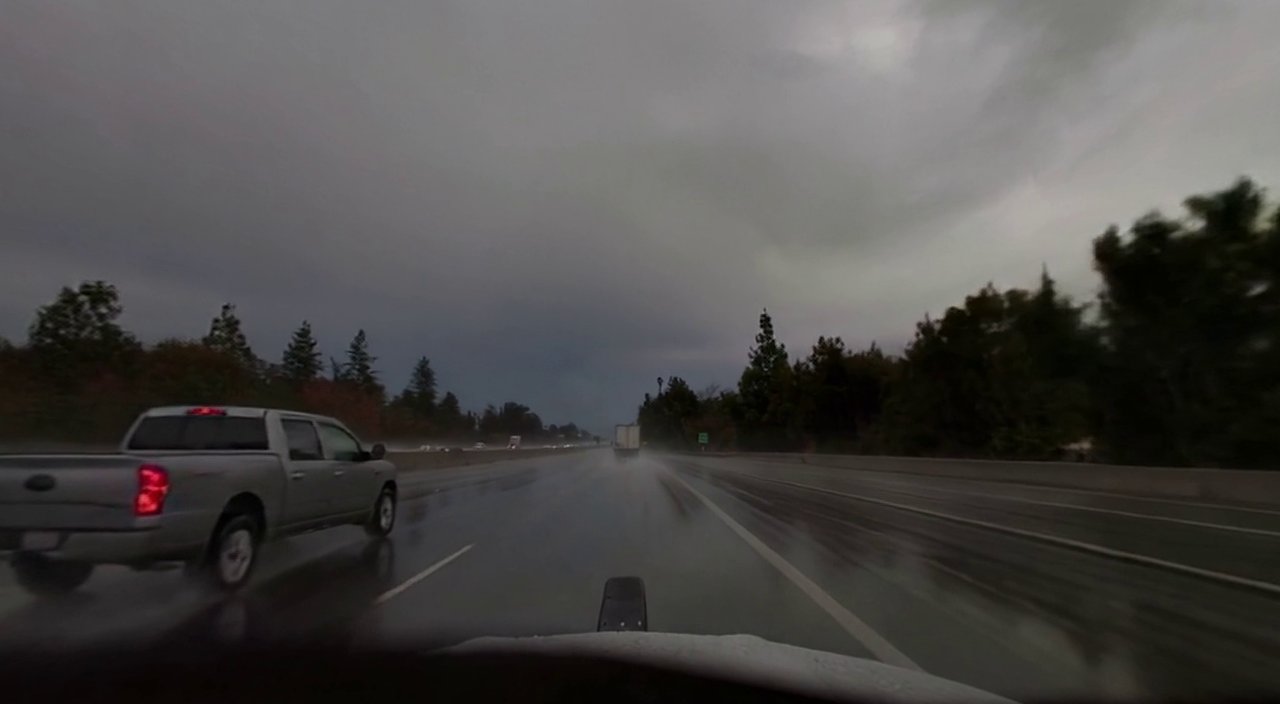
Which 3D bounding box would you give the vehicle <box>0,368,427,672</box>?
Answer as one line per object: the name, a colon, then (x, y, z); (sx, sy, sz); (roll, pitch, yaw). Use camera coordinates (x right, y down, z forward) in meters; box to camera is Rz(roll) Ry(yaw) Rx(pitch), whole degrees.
vehicle: (-4.179, 1.336, 6.215); (2.316, 1.731, 5.126); (0, -9, 0)
